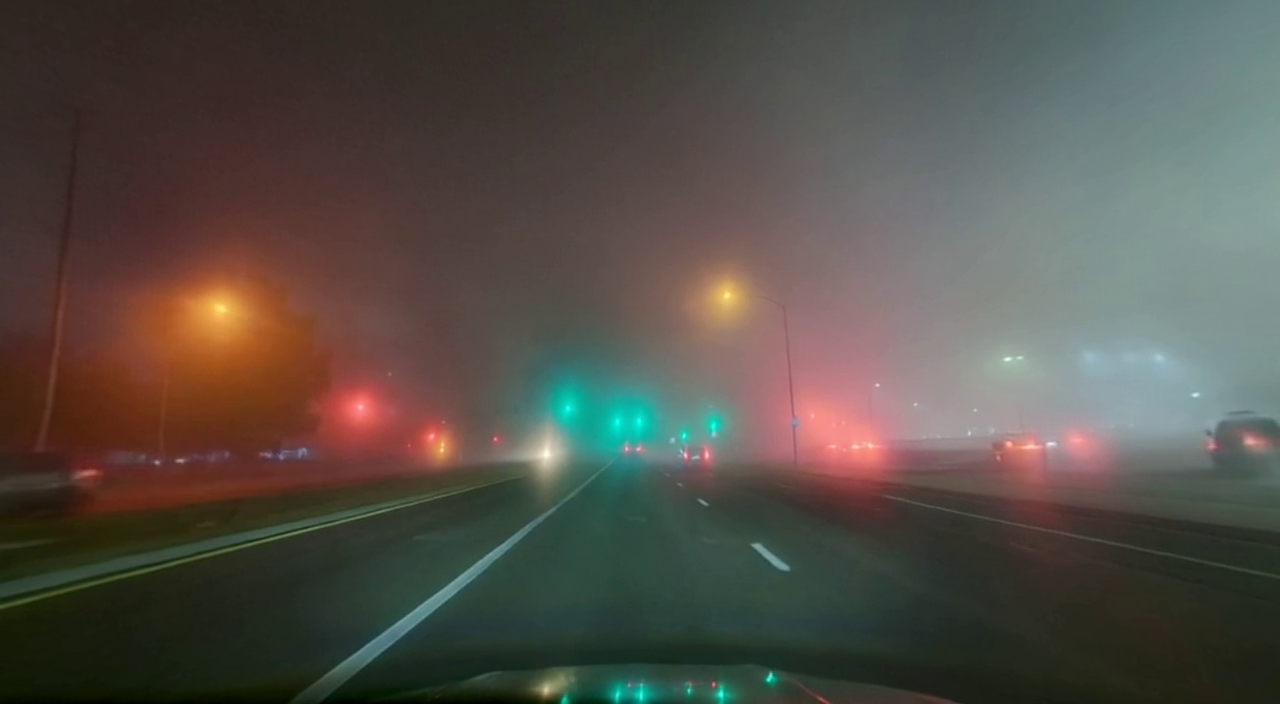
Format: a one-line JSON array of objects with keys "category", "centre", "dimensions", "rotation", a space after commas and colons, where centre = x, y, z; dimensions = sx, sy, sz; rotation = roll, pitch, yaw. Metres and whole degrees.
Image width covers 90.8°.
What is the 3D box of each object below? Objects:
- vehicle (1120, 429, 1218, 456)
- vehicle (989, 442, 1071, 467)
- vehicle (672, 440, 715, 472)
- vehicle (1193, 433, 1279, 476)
[{"category": "vehicle", "centre": [34.307, 5.890, 41.056], "dimensions": [4.444, 1.641, 2.006], "rotation": [0, -9, 0]}, {"category": "vehicle", "centre": [23.147, 6.081, 37.545], "dimensions": [3.661, 1.417, 1.783], "rotation": [0, -8, -1]}, {"category": "vehicle", "centre": [3.120, 6.227, 37.970], "dimensions": [2.069, 1.761, 4.610], "rotation": [0, -8, -1]}, {"category": "vehicle", "centre": [22.973, 3.686, 22.900], "dimensions": [3.845, 1.471, 2.043], "rotation": [0, -8, 0]}]
